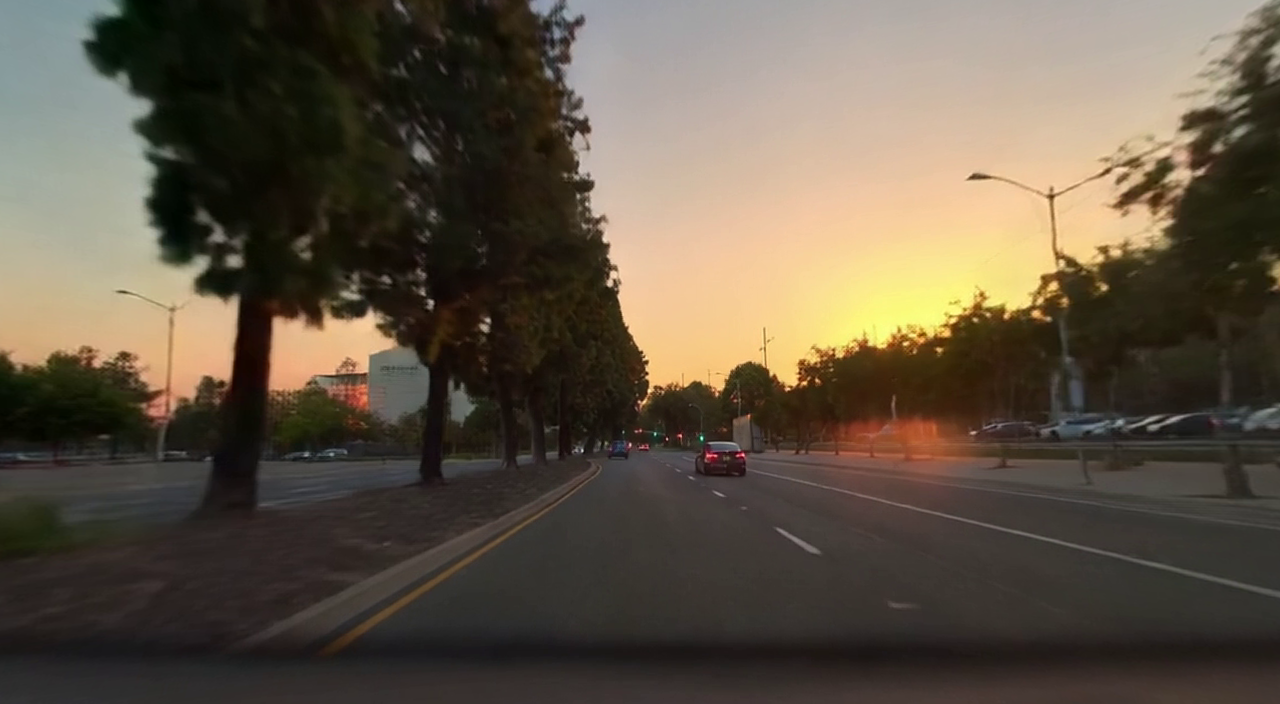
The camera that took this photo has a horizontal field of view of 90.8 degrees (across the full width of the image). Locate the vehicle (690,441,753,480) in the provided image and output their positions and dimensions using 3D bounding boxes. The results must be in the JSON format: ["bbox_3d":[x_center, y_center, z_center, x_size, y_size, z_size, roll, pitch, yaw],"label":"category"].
[{"bbox_3d":[3.378,4.600,27.039,1.948,1.479,4.620,0,-9,-1],"label":"vehicle"}]
